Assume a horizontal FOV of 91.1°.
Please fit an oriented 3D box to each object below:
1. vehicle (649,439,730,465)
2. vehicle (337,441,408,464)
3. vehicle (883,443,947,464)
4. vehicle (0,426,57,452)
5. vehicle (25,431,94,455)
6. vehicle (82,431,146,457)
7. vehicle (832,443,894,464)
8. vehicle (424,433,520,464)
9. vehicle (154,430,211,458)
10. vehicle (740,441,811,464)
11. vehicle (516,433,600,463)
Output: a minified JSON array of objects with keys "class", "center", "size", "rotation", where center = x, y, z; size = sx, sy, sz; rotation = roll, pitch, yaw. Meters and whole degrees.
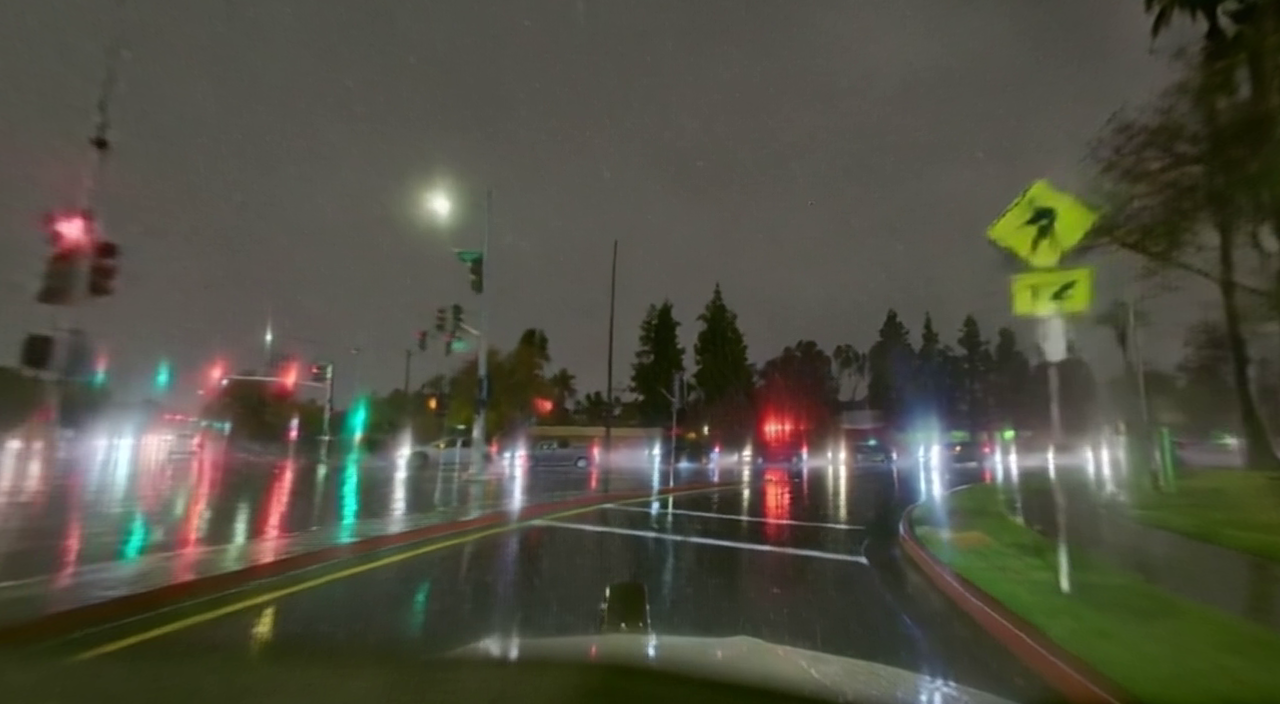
[{"class":"vehicle","center":[3.302,6.716,41.925],"size":[5.112,1.593,1.865],"rotation":[5,-12,-22]},{"class":"vehicle","center":[-18.585,6.974,43.653],"size":[4.389,1.502,1.794],"rotation":[4,-9,-23]},{"class":"vehicle","center":[20.353,7.496,46.435],"size":[4.356,1.543,1.844],"rotation":[4,-9,-24]},{"class":"vehicle","center":[-43.815,6.245,44.671],"size":[1.884,1.678,4.527],"rotation":[3,-10,-23]},{"class":"vehicle","center":[-37.442,5.901,40.613],"size":[1.900,1.462,4.225],"rotation":[4,-9,-24]},{"class":"vehicle","center":[-33.969,5.967,40.680],"size":[1.977,1.584,3.983],"rotation":[4,-9,-23]},{"class":"vehicle","center":[17.117,7.792,48.174],"size":[4.291,1.474,1.857],"rotation":[3,-12,-24]},{"class":"vehicle","center":[-8.941,5.158,33.439],"size":[4.648,1.501,1.862],"rotation":[5,-10,-23]},{"class":"vehicle","center":[-30.609,6.186,42.134],"size":[2.114,1.784,4.450],"rotation":[4,-9,-24]},{"class":"vehicle","center":[9.722,7.200,44.901],"size":[4.774,1.493,1.854],"rotation":[5,-9,-24]},{"class":"vehicle","center":[-5.025,5.845,38.336],"size":[4.713,1.664,1.909],"rotation":[3,-10,-24]}]
